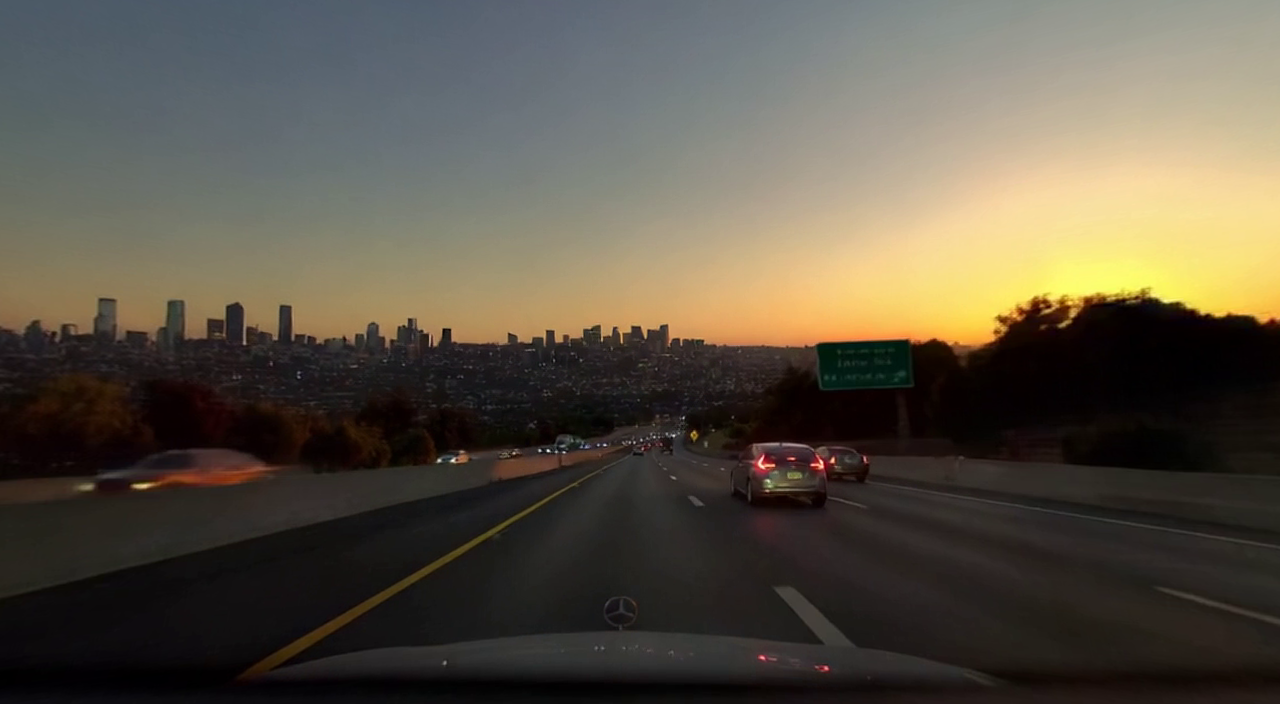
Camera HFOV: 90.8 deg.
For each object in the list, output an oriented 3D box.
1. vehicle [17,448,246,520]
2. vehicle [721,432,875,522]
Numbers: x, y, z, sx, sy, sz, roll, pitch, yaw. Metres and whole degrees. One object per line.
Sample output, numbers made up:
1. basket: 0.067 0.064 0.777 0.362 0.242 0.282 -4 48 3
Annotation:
1. vehicle: -13.696 3.524 17.548 2.161 1.666 4.887 0 -8 2
2. vehicle: 3.031 2.506 13.290 1.982 1.533 4.612 0 -8 -1
